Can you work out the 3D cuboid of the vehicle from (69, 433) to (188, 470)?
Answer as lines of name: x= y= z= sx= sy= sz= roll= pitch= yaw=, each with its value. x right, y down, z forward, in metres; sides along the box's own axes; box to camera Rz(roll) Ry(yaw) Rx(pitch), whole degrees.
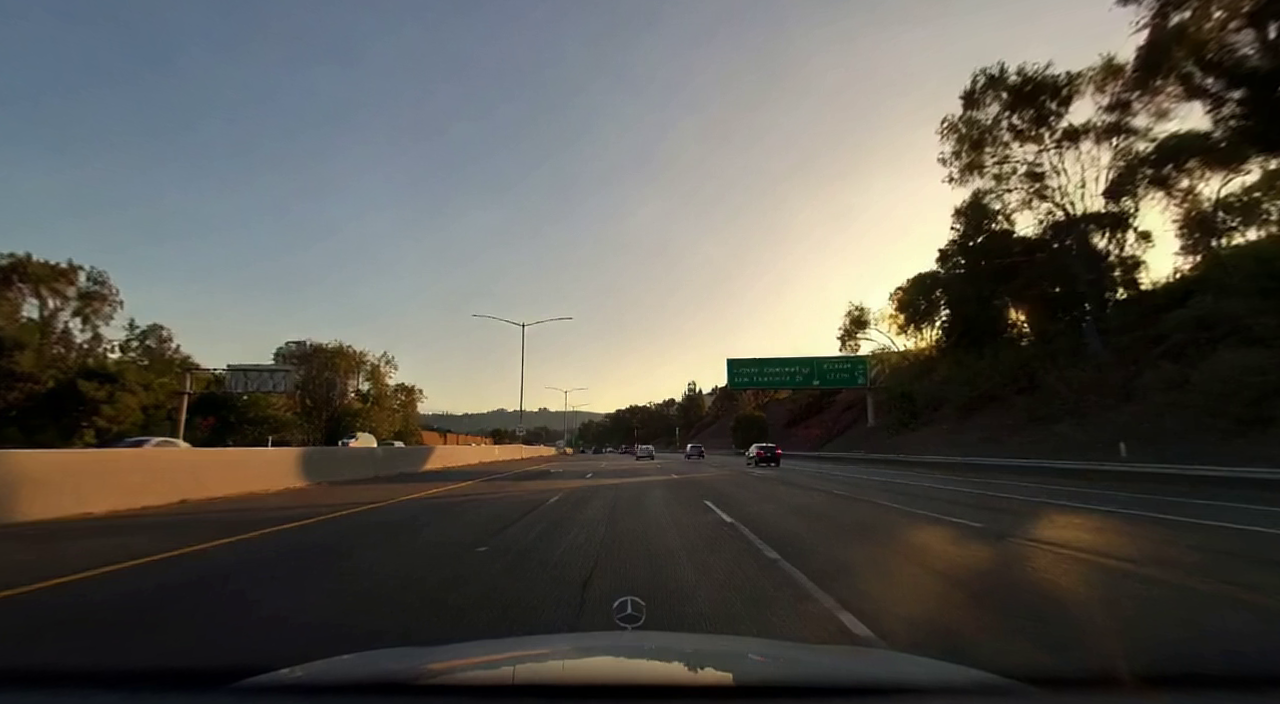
vehicle: x=-25.509 y=4.996 z=31.704 sx=2.145 sy=1.695 sz=4.572 roll=0 pitch=-8 yaw=-1

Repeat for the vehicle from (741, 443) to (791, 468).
vehicle: x=7.971 y=6.590 z=40.335 sx=2.031 sy=1.524 sz=4.657 roll=0 pitch=-8 yaw=-3
